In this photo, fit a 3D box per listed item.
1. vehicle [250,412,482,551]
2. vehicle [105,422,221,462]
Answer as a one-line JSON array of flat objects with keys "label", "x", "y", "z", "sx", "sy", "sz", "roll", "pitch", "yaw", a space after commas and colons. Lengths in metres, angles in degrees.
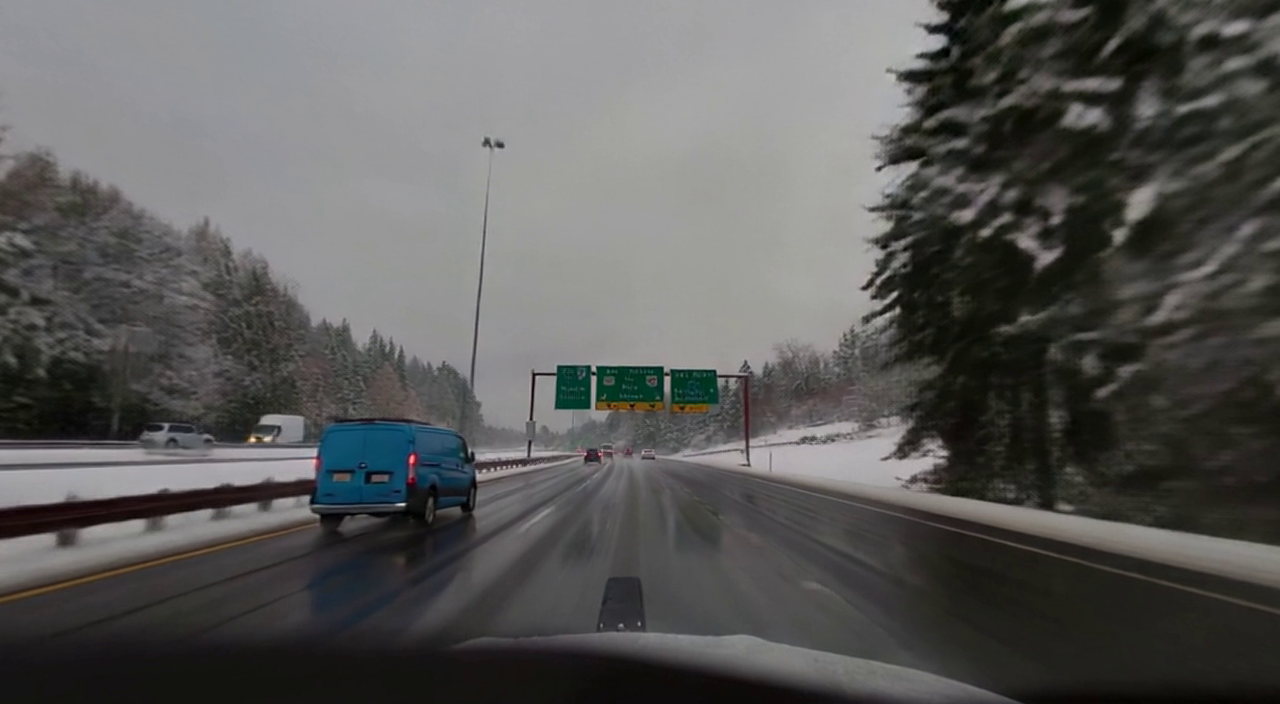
[{"label": "vehicle", "x": -4.116, "y": 2.026, "z": 10.449, "sx": 1.971, "sy": 1.795, "sz": 4.389, "roll": 0, "pitch": -9, "yaw": -2}, {"label": "vehicle", "x": -19.210, "y": 3.693, "z": 25.599, "sx": 1.879, "sy": 1.492, "sz": 3.607, "roll": 0, "pitch": -9, "yaw": 0}]
